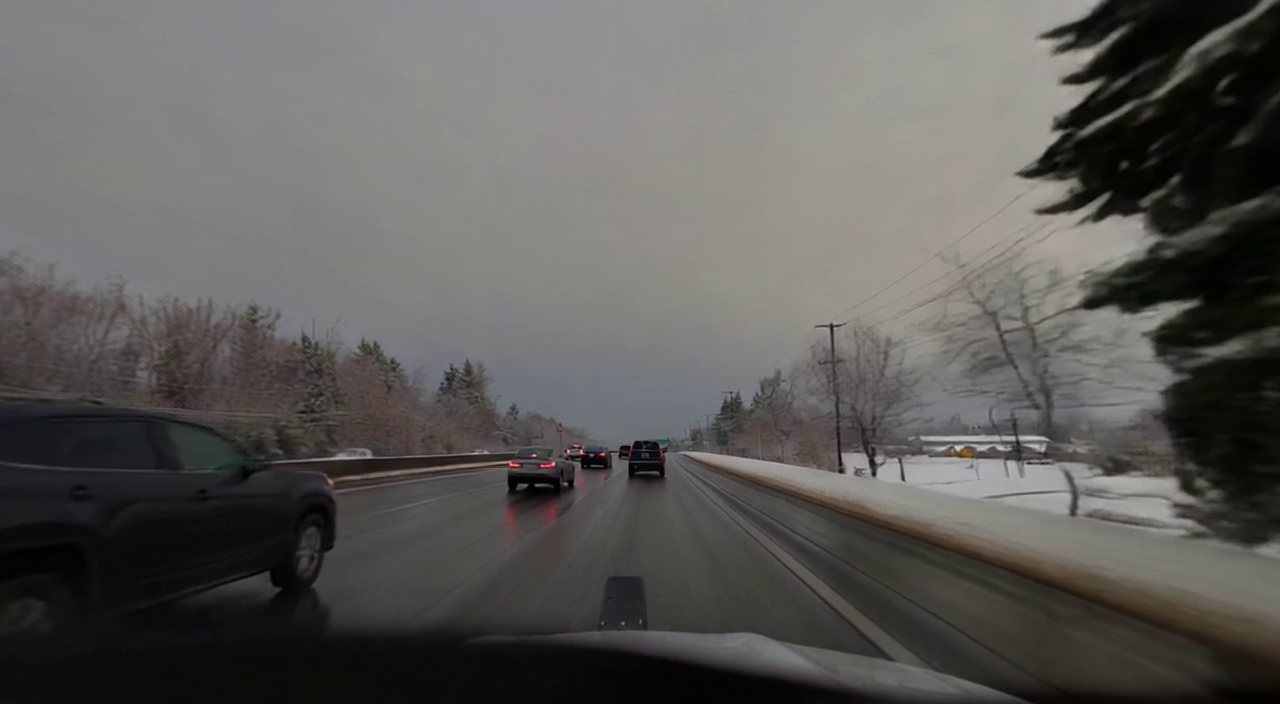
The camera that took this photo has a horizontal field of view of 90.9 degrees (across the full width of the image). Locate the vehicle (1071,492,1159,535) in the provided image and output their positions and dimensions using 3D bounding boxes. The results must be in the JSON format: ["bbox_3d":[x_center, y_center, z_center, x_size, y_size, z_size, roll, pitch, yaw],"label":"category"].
[{"bbox_3d":[30.543,10.355,40.838,2.164,2.048,5.656,-2,-8,11],"label":"vehicle"}]

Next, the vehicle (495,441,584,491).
[{"bbox_3d":[-3.184,3.702,20.912,2.092,1.464,4.466,-1,-8,2],"label":"vehicle"}]

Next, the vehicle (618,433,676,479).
[{"bbox_3d":[0.326,4.471,27.401,2.319,1.813,4.274,0,-8,1],"label":"vehicle"}]

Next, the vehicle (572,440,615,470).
[{"bbox_3d":[-2.781,6.315,38.763,2.051,1.695,4.731,-1,-8,3],"label":"vehicle"}]

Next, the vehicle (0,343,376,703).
[{"bbox_3d":[-3.791,1.057,4.104,2.104,1.754,4.515,0,-8,1],"label":"vehicle"}]
